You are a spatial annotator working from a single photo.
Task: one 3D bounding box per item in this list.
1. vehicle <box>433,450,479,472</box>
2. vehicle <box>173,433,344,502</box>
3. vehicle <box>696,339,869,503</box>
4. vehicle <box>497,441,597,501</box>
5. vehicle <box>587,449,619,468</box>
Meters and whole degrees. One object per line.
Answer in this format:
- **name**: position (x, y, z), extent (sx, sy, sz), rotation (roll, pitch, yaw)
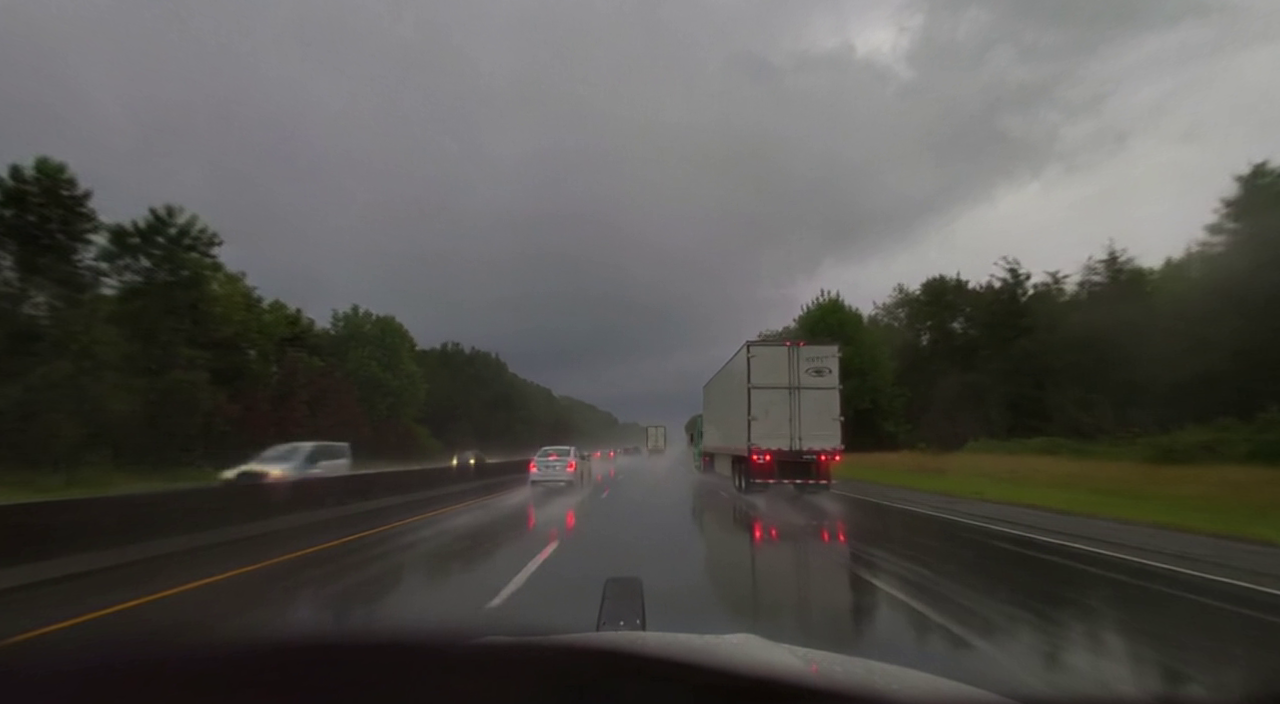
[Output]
- **vehicle**: position (-14.283, 8.501, 49.324), extent (2.009, 1.600, 4.723), rotation (0, -9, 2)
- **vehicle**: position (-11.414, 3.483, 19.425), extent (2.149, 1.825, 4.824), rotation (0, -9, 1)
- **vehicle**: position (4.153, 2.803, 22.880), extent (2.974, 4.083, 14.389), rotation (0, -9, 0)
- **vehicle**: position (-2.570, 3.481, 18.822), extent (2.104, 1.526, 4.940), rotation (0, -9, 1)
- **vehicle**: position (-2.841, 8.319, 49.350), extent (2.121, 1.445, 4.651), rotation (0, -9, 1)
